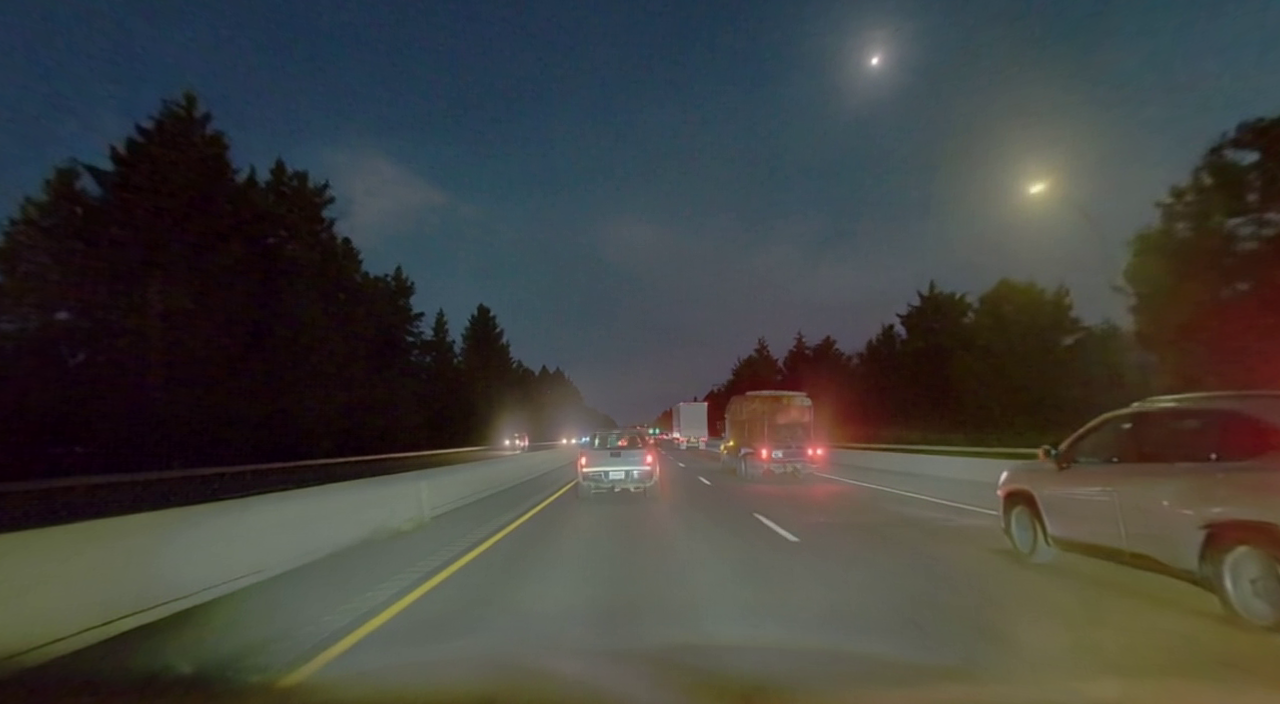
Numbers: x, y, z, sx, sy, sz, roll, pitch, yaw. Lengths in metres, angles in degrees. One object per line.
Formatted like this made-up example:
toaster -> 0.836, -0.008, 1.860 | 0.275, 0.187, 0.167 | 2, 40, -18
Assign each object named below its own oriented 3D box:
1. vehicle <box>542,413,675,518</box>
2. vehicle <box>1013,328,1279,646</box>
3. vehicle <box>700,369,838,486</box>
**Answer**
vehicle -> -0.524, 2.049, 12.015 | 2.082, 1.638, 4.055 | 0, -8, -1
vehicle -> 4.879, 0.908, 4.518 | 2.011, 1.905, 3.905 | 0, -8, 1
vehicle -> 3.765, 2.510, 20.699 | 2.723, 3.027, 8.478 | 0, -7, 0
